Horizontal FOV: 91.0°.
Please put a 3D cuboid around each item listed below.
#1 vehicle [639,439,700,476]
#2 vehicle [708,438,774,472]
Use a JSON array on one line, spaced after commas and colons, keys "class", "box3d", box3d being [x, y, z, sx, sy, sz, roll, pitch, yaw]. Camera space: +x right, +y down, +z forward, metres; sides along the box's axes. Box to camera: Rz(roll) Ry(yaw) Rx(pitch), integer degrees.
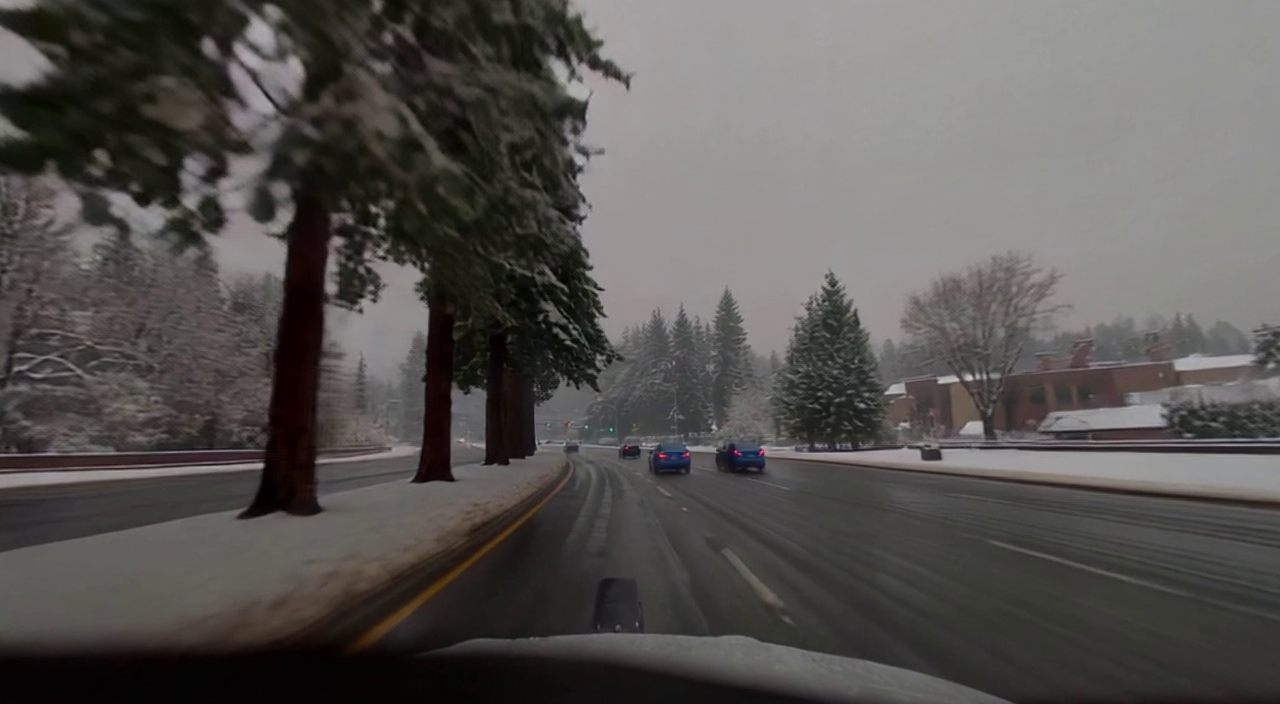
[{"class": "vehicle", "box3d": [1.181, 4.568, 27.439, 2.077, 1.464, 4.134, 1, -8, -6]}, {"class": "vehicle", "box3d": [4.608, 4.769, 29.406, 1.901, 1.474, 4.363, 1, -8, -6]}]
